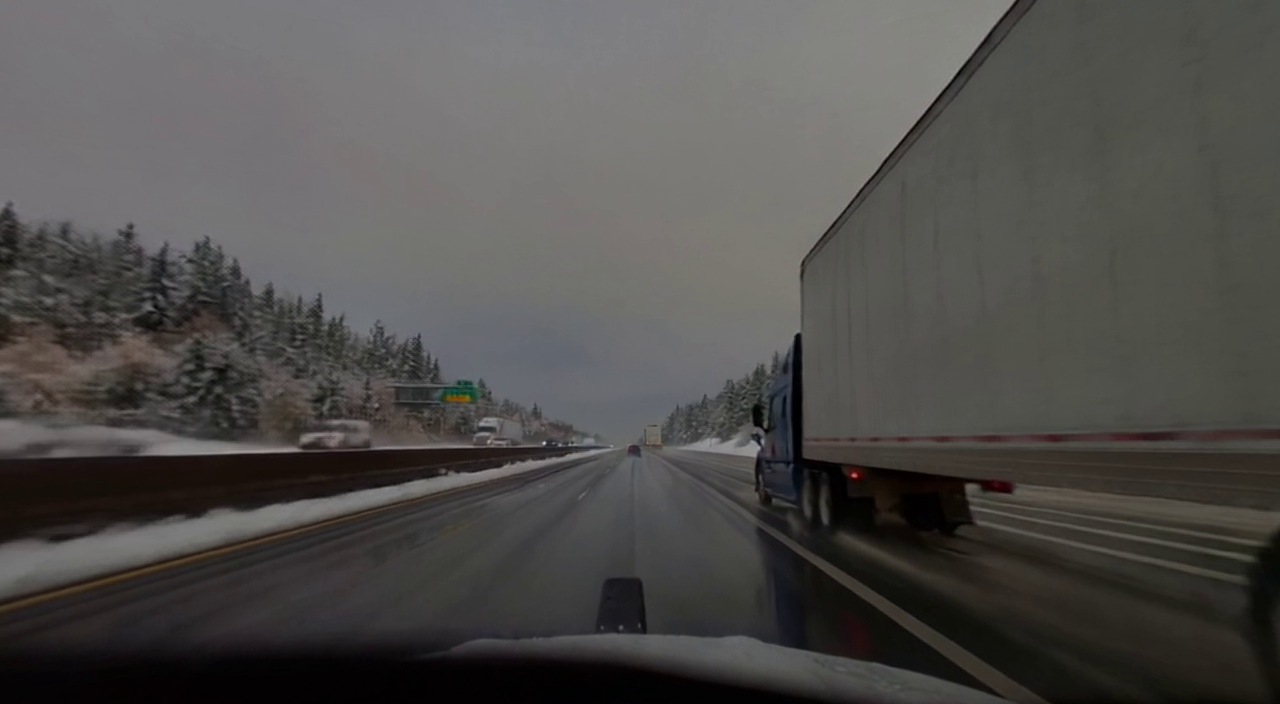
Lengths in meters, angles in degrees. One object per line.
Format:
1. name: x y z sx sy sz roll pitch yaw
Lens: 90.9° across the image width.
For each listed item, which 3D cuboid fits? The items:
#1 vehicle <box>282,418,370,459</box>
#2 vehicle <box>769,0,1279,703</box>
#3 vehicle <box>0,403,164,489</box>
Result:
1. vehicle: -16.230 4.554 32.909 2.109 1.940 4.817 0 -9 0
2. vehicle: 4.337 -0.022 5.840 3.323 4.262 14.056 0 -9 0
3. vehicle: -12.247 1.898 12.696 1.940 1.489 4.258 0 -9 0
